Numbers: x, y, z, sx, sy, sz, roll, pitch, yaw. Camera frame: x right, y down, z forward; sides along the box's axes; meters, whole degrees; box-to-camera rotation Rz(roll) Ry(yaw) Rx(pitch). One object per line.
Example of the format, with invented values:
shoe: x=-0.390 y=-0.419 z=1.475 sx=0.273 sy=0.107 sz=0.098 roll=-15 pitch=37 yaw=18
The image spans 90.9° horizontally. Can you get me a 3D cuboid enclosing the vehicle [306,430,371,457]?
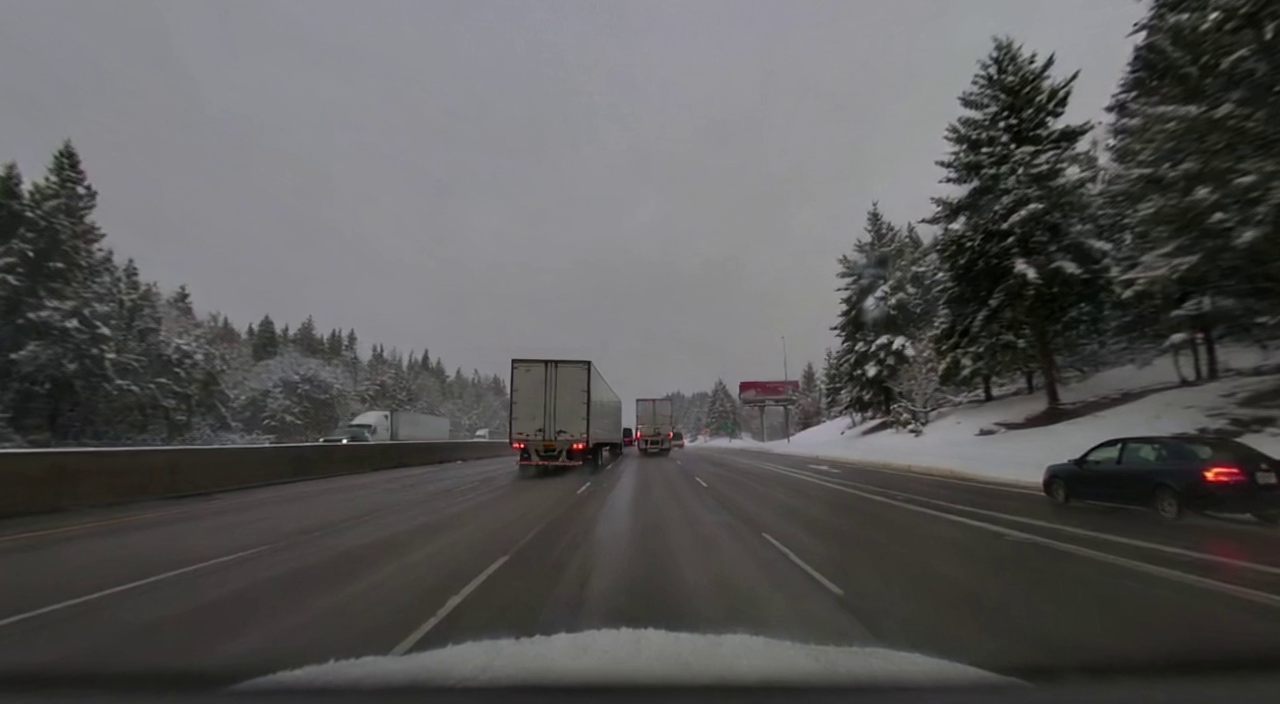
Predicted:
vehicle: x=-21.687 y=6.594 z=45.635 sx=2.282 sy=1.861 sz=4.626 roll=0 pitch=-8 yaw=2

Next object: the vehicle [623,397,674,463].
vehicle: x=0.601 y=5.449 z=43.458 sx=3.054 sy=3.944 sz=11.230 roll=0 pitch=-8 yaw=1

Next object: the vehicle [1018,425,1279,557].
vehicle: x=8.236 y=1.969 z=9.763 sx=1.969 sy=1.560 sz=4.394 roll=0 pitch=-8 yaw=-1

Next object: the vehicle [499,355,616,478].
vehicle: x=-2.846 y=2.860 z=25.967 sx=2.962 sy=3.947 sz=11.574 roll=0 pitch=-8 yaw=1
